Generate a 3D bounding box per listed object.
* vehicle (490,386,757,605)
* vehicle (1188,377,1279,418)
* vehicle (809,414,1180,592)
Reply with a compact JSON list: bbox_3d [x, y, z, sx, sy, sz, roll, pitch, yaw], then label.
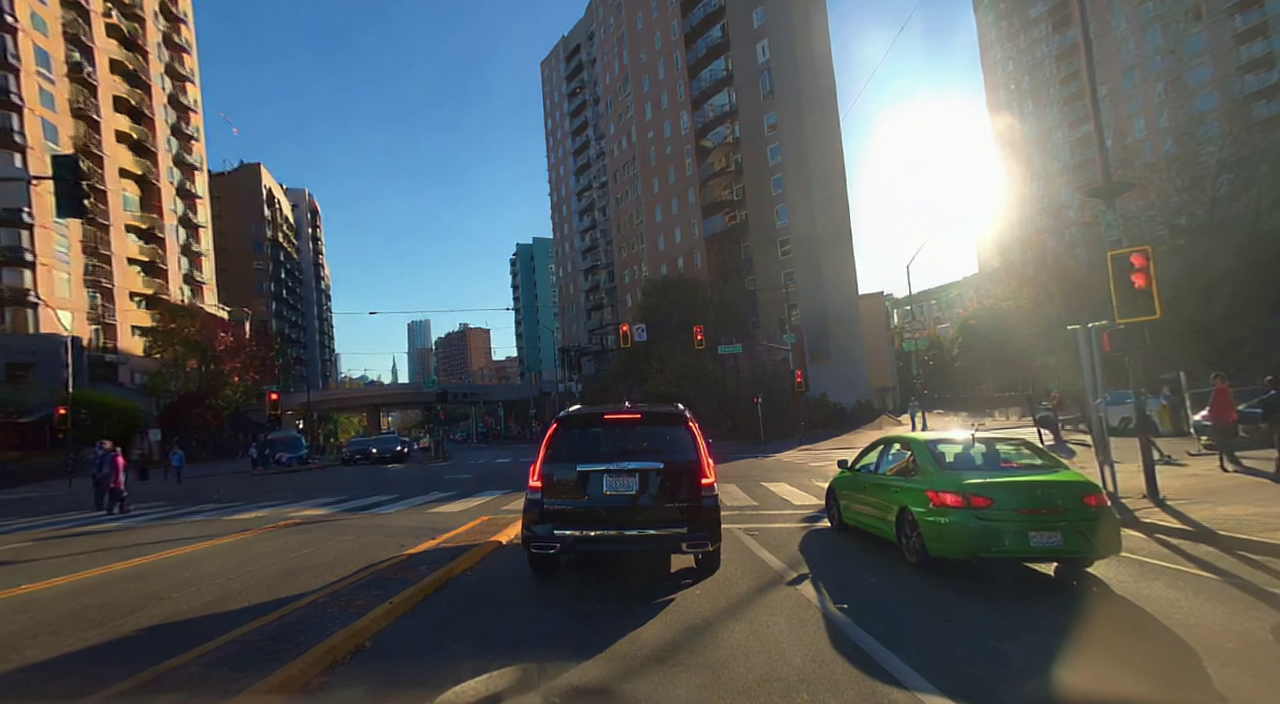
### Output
[{"bbox_3d":[-0.130,1.478,7.295,2.168,1.776,4.135,0,-8,0],"label":"vehicle"},{"bbox_3d":[26.590,1.972,27.174,4.287,1.639,1.729,0,-8,1],"label":"vehicle"},{"bbox_3d":[3.694,1.650,7.811,1.987,1.538,4.510,0,-8,0],"label":"vehicle"}]
